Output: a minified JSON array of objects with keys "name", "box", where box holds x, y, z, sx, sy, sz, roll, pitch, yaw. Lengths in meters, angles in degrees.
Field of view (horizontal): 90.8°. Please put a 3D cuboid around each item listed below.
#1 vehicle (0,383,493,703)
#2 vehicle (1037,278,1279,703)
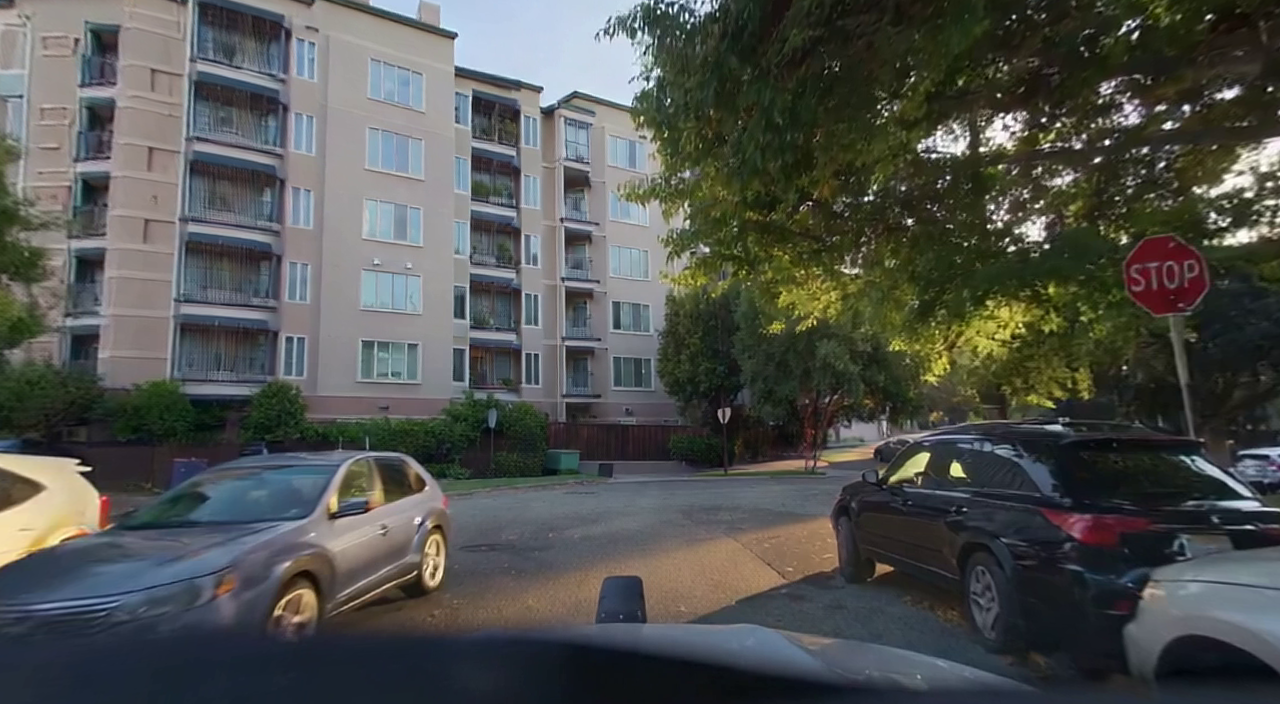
[{"name":"vehicle","box":[-2.785,1.204,4.249,2.210,1.516,4.804,0,-8,3]},{"name":"vehicle","box":[2.963,0.459,0.249,2.034,1.800,5.178,0,-8,-3]}]
